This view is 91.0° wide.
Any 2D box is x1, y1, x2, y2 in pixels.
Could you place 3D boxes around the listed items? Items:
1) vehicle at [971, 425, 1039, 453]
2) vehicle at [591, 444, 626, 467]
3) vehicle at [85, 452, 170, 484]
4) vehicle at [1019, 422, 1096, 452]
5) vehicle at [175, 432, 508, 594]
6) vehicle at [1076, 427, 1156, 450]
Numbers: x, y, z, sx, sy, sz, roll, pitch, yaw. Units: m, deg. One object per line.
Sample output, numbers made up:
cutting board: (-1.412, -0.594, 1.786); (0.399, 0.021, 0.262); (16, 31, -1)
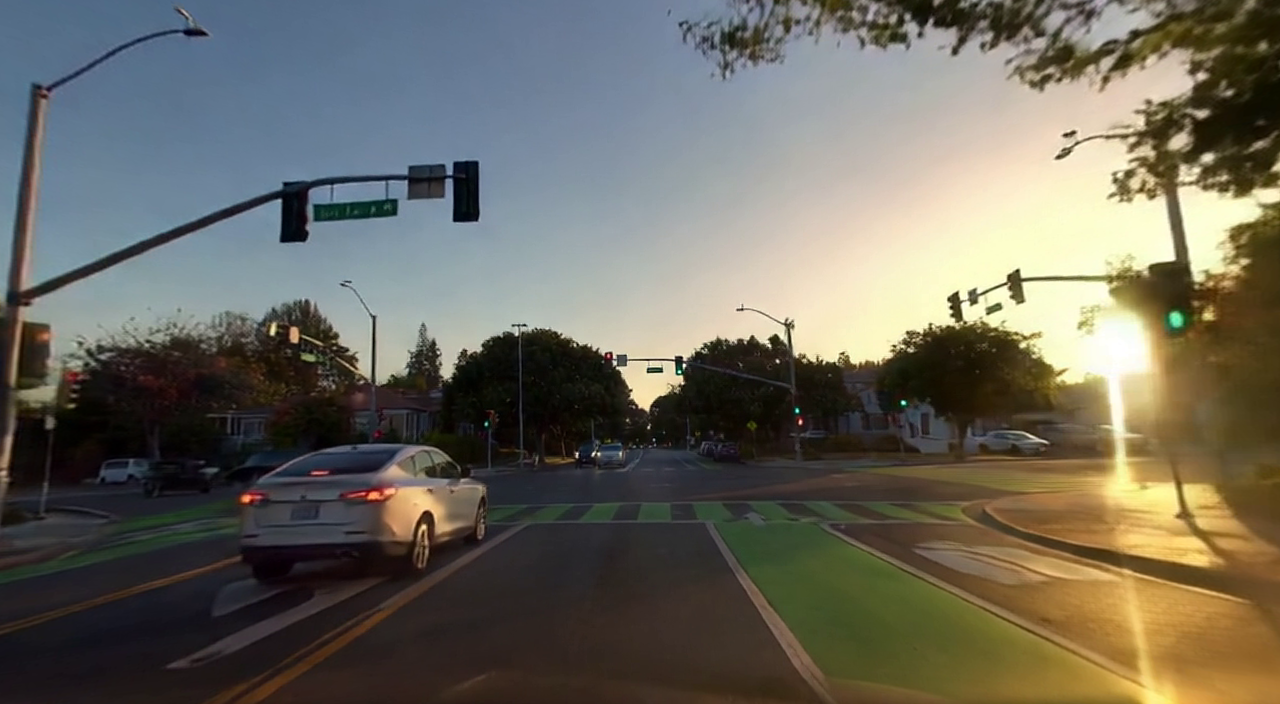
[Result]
vehicle: (24.013, 5.793, 41.563); (1.964, 1.759, 4.583); (-1, -9, 4)
vehicle: (-2.107, 7.019, 42.931); (1.982, 1.472, 4.103); (-1, -9, 3)
vehicle: (-35.088, 7.928, 43.290); (1.979, 2.043, 4.543); (0, -9, 0)
vehicle: (27.165, 5.618, 41.141); (2.033, 1.821, 4.542); (0, -9, 3)
vehicle: (-3.304, 1.876, 8.310); (1.904, 1.489, 4.746); (0, -9, 2)
vehicle: (30.979, 5.707, 41.176); (1.837, 1.396, 4.695); (-1, -9, 5)
